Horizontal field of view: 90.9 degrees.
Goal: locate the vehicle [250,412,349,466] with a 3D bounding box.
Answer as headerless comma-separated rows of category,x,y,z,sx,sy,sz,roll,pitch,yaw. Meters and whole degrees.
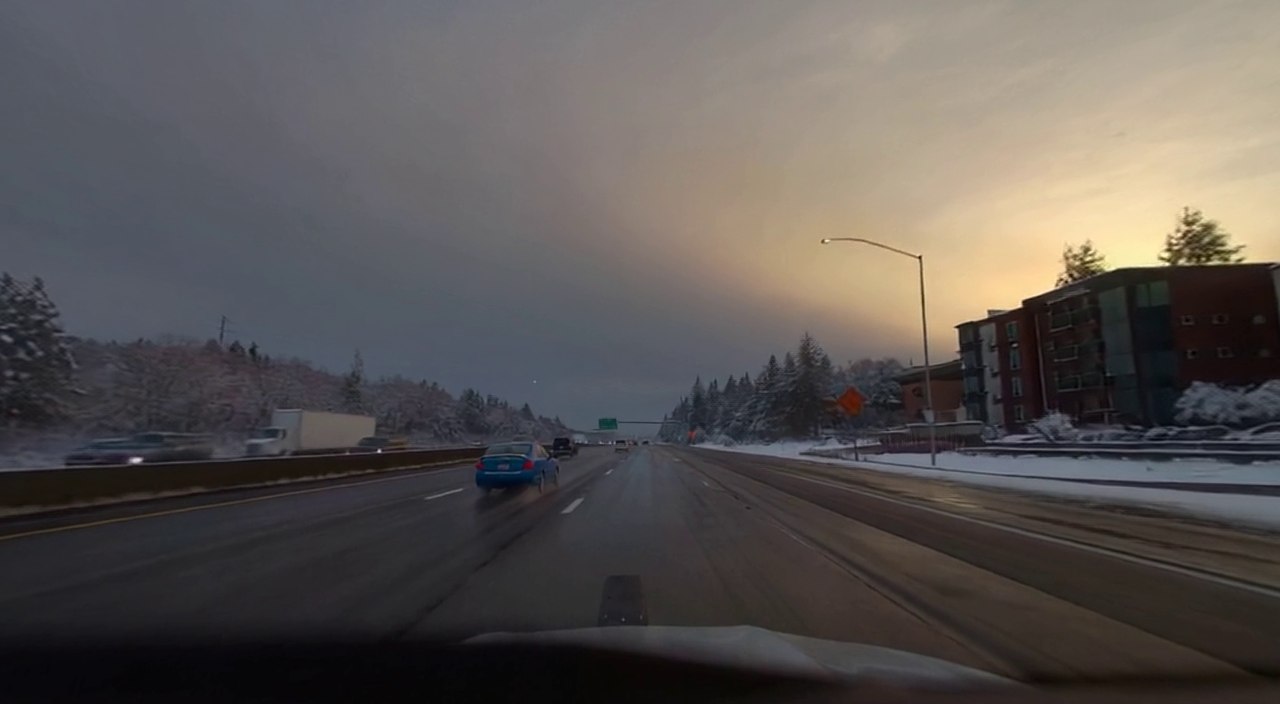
vehicle,-24.324,6.333,45.610,2.786,3.517,7.464,0,-8,1

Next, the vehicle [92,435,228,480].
vehicle,-20.382,4.483,27.129,2.045,1.748,4.757,0,-8,1

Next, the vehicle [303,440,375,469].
vehicle,-16.751,5.708,35.341,1.857,1.481,4.317,0,-8,1

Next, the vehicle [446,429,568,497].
vehicle,-3.373,2.942,17.154,2.144,1.565,4.951,0,-8,1

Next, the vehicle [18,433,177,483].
vehicle,-24.074,4.725,28.391,2.198,2.010,5.484,0,-8,1
